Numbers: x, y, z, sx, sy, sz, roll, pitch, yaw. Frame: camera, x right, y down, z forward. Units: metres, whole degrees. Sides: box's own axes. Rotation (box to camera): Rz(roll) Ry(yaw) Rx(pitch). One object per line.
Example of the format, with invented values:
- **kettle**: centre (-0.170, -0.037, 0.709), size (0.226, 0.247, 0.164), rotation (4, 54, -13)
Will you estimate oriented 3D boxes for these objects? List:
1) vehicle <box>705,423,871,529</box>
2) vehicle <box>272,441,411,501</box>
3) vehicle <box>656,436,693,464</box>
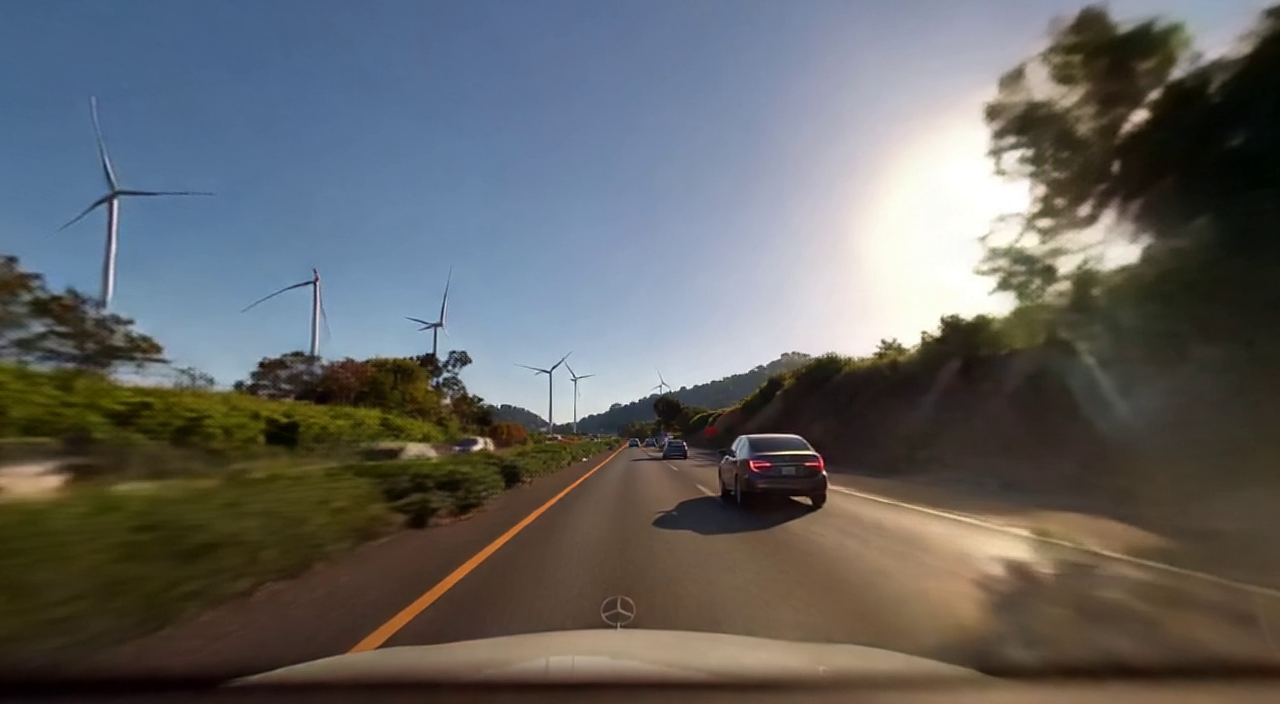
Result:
- **vehicle**: centre (2.525, 2.212, 11.974), size (2.038, 1.624, 4.312), rotation (0, -8, -1)
- **vehicle**: centre (-8.465, 3.370, 18.358), size (1.963, 1.454, 4.428), rotation (0, -8, -1)
- **vehicle**: centre (2.166, 6.295, 40.734), size (2.066, 1.661, 4.500), rotation (0, -8, -1)
